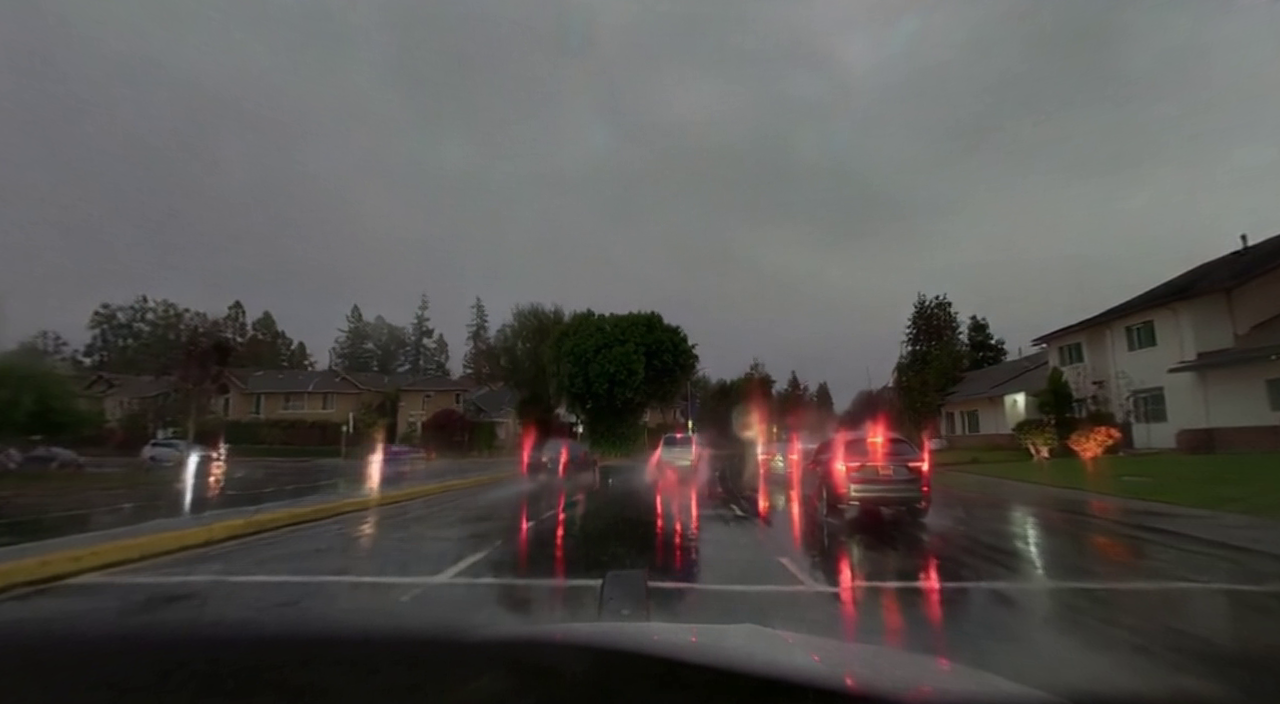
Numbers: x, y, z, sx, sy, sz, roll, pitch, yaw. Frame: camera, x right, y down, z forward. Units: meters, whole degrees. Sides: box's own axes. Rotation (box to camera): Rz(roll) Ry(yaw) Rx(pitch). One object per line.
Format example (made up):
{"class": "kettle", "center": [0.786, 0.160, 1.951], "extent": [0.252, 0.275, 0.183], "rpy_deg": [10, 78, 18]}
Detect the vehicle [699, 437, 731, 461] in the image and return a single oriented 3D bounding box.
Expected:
{"class": "vehicle", "center": [5.459, 7.026, 45.569], "extent": [1.798, 1.660, 3.946], "rpy_deg": [-2, -9, 13]}

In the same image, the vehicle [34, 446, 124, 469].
{"class": "vehicle", "center": [-37.612, 7.061, 42.323], "extent": [4.194, 1.493, 1.992], "rpy_deg": [0, -9, 2]}

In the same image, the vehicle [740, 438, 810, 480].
{"class": "vehicle", "center": [5.108, 4.099, 24.371], "extent": [2.117, 1.472, 4.158], "rpy_deg": [-1, -9, 5]}

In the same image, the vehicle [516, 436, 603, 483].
{"class": "vehicle", "center": [-2.708, 3.764, 22.367], "extent": [2.006, 1.464, 4.586], "rpy_deg": [-1, -9, 7]}

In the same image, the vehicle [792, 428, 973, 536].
{"class": "vehicle", "center": [3.935, 2.146, 10.910], "extent": [1.859, 1.540, 3.454], "rpy_deg": [0, -9, 2]}

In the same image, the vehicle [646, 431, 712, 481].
{"class": "vehicle", "center": [1.647, 4.128, 25.229], "extent": [2.250, 1.768, 4.574], "rpy_deg": [-1, -9, 8]}

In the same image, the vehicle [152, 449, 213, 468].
{"class": "vehicle", "center": [-34.587, 8.038, 47.681], "extent": [3.413, 1.370, 1.645], "rpy_deg": [-1, -9, 3]}

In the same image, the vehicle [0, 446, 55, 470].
{"class": "vehicle", "center": [-39.791, 6.688, 39.796], "extent": [3.614, 1.399, 2.065], "rpy_deg": [0, -8, 3]}

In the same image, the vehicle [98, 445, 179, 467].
{"class": "vehicle", "center": [-35.743, 7.421, 44.995], "extent": [4.101, 1.535, 2.002], "rpy_deg": [0, -8, 4]}
